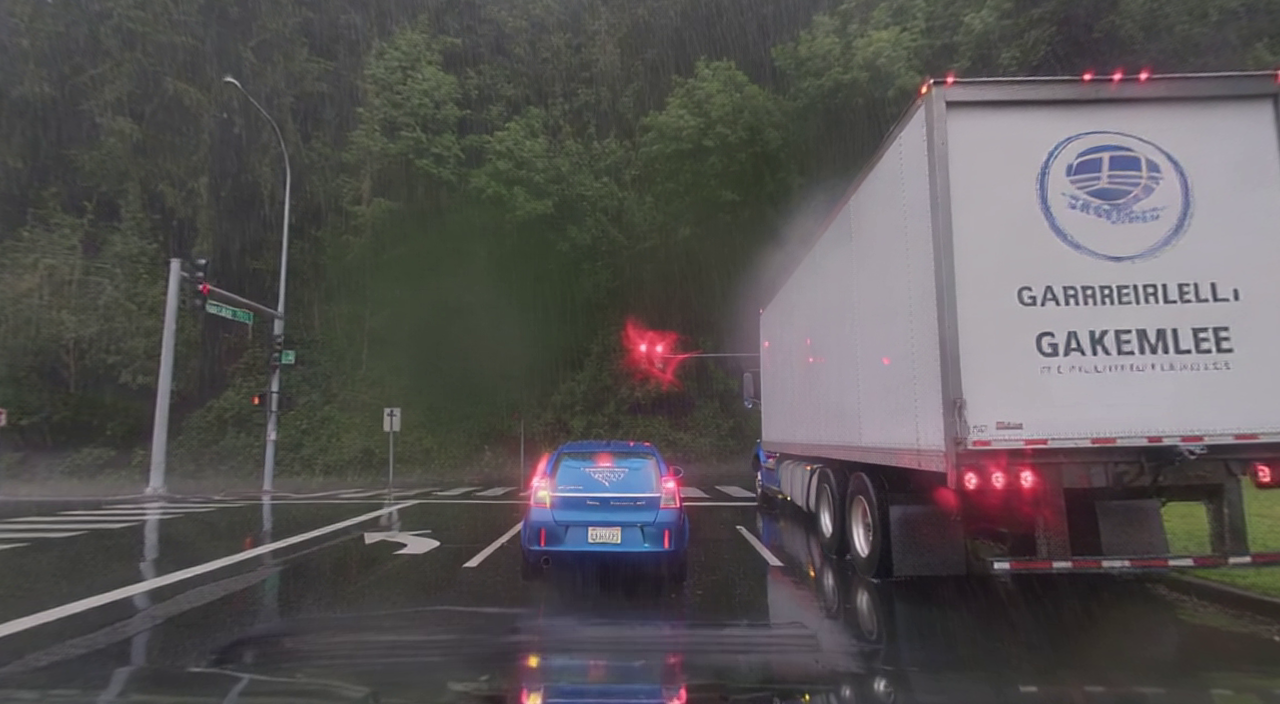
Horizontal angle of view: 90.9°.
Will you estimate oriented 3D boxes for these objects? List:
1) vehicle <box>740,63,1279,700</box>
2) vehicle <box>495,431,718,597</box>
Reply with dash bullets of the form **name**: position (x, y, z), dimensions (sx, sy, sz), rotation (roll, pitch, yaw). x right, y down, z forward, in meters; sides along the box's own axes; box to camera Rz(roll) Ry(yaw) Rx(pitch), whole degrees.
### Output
- **vehicle**: position (3.507, 0.783, 8.528), dimensions (2.884, 3.753, 9.763), rotation (0, -9, 1)
- **vehicle**: position (-0.332, 1.715, 7.429), dimensions (1.975, 1.457, 3.526), rotation (0, -9, -1)
